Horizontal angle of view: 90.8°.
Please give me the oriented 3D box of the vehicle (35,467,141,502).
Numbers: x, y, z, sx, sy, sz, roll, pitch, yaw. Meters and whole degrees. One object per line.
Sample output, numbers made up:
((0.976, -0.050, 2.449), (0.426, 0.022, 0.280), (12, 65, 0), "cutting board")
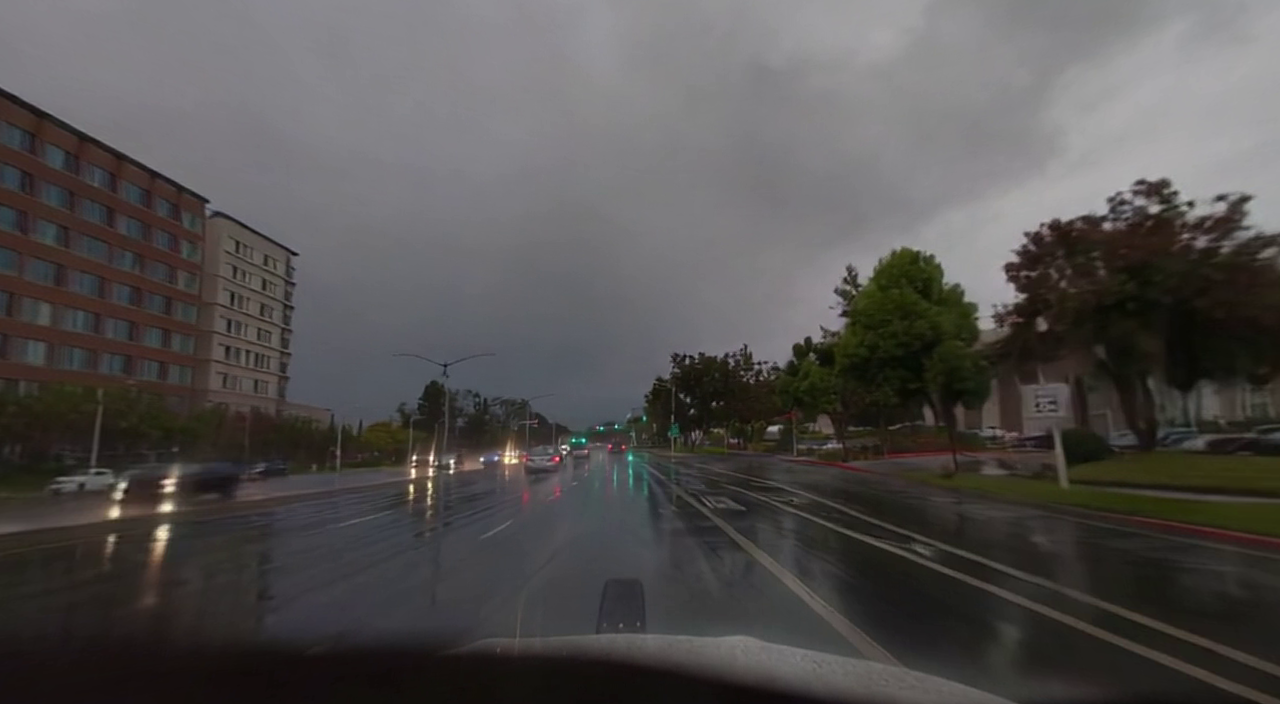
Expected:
((-30.593, 7.329, 35.213), (2.051, 1.598, 4.439), (0, -8, -4), "vehicle")

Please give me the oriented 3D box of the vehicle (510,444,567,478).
((-4.673, 5.062, 29.751), (2.025, 1.474, 4.292), (0, -8, -1), "vehicle")

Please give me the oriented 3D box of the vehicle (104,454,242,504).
((-18.184, 4.930, 24.920), (1.951, 1.679, 4.463), (0, -8, 1), "vehicle")
